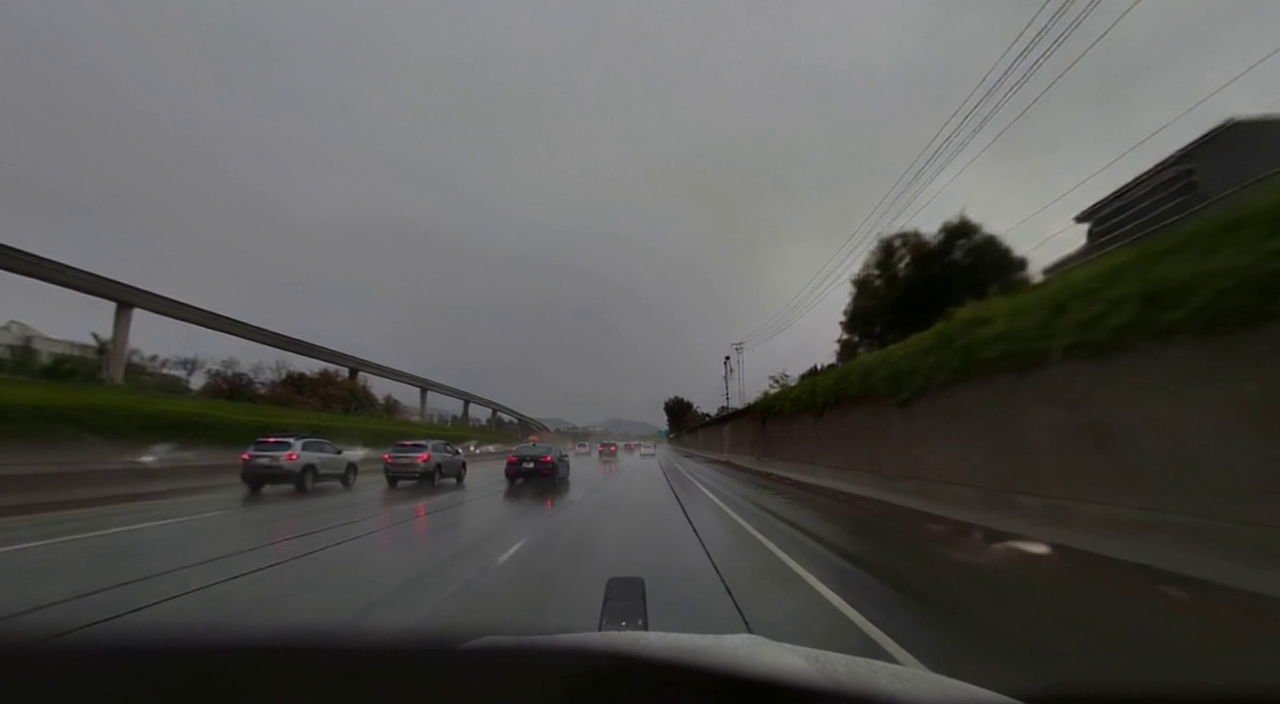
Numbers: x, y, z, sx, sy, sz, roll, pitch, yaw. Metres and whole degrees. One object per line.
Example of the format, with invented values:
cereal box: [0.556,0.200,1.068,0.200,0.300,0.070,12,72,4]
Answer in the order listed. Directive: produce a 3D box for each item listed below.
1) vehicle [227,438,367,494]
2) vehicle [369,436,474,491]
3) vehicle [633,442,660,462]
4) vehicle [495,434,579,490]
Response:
vehicle: [-11.154,3.702,20.972,1.951,1.628,4.617,0,-8,1]
vehicle: [-7.239,3.715,21.410,1.959,1.652,4.170,0,-8,2]
vehicle: [0.483,7.833,49.543,2.074,1.465,3.977,0,-8,0]
vehicle: [-3.433,3.757,21.980,2.052,1.731,4.372,0,-8,2]
